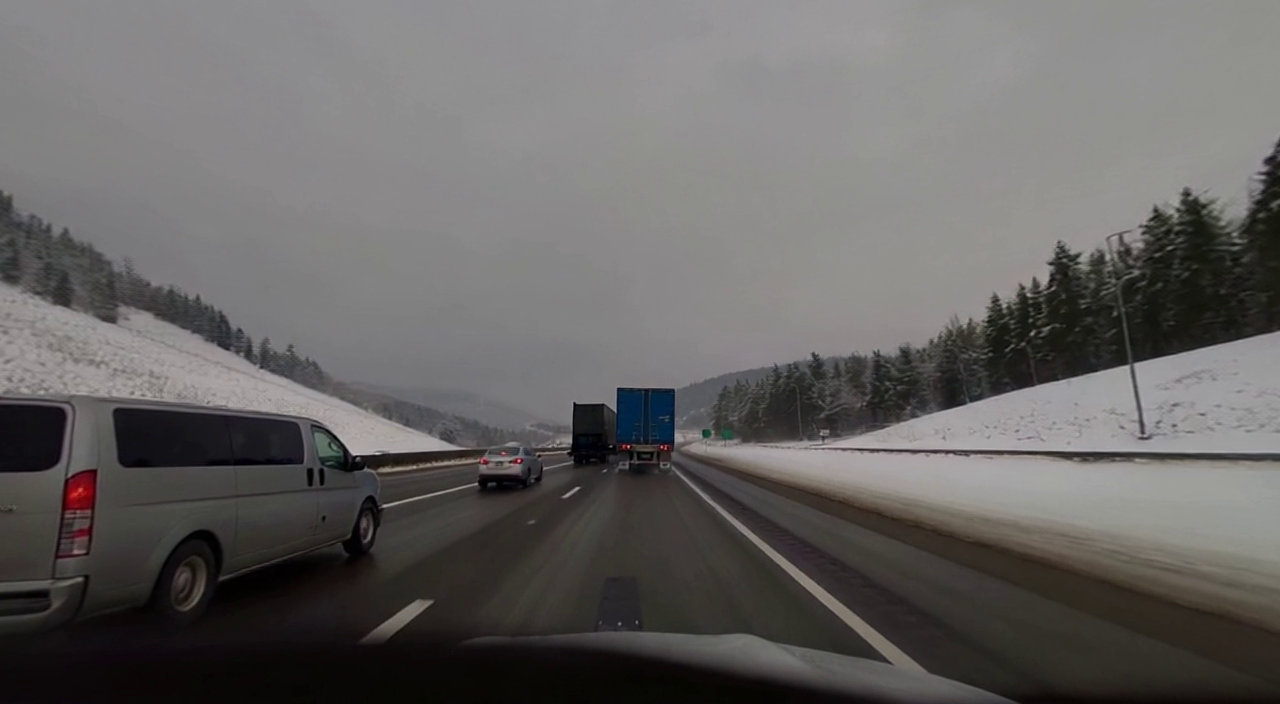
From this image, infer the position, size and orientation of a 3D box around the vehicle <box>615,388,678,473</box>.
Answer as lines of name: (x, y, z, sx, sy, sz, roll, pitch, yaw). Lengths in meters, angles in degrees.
vehicle: (0.461, 4.475, 35.137, 2.913, 3.988, 10.874, 0, -8, 2)

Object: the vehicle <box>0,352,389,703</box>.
vehicle: (-4.108, 1.182, 4.959, 2.136, 1.779, 4.875, 0, -8, 2)

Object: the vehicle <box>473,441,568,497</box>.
vehicle: (-3.421, 3.423, 18.912, 1.950, 1.446, 4.224, 0, -8, 1)
